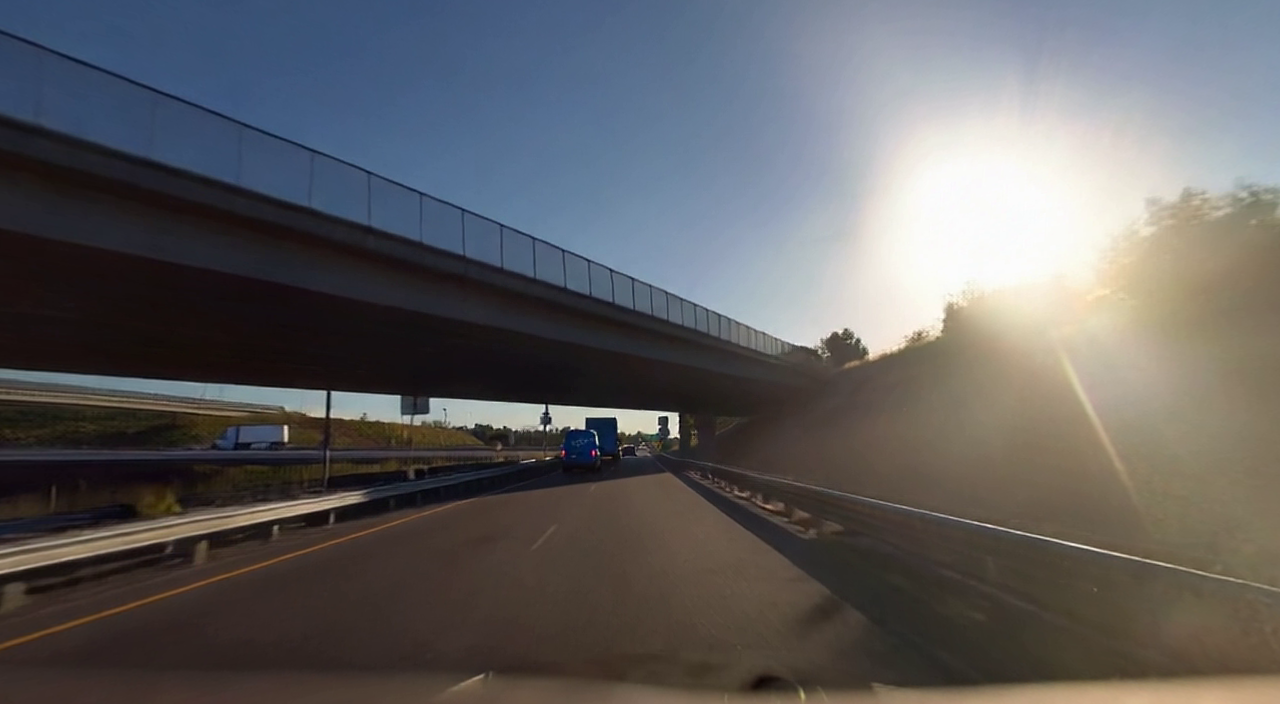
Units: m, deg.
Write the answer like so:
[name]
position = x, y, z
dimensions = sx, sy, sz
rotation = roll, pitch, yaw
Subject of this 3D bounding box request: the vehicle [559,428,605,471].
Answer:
[vehicle]
position = -3.780, 6.612, 42.519
dimensions = 2.463, 2.640, 7.034
rotation = 0, -9, 0
